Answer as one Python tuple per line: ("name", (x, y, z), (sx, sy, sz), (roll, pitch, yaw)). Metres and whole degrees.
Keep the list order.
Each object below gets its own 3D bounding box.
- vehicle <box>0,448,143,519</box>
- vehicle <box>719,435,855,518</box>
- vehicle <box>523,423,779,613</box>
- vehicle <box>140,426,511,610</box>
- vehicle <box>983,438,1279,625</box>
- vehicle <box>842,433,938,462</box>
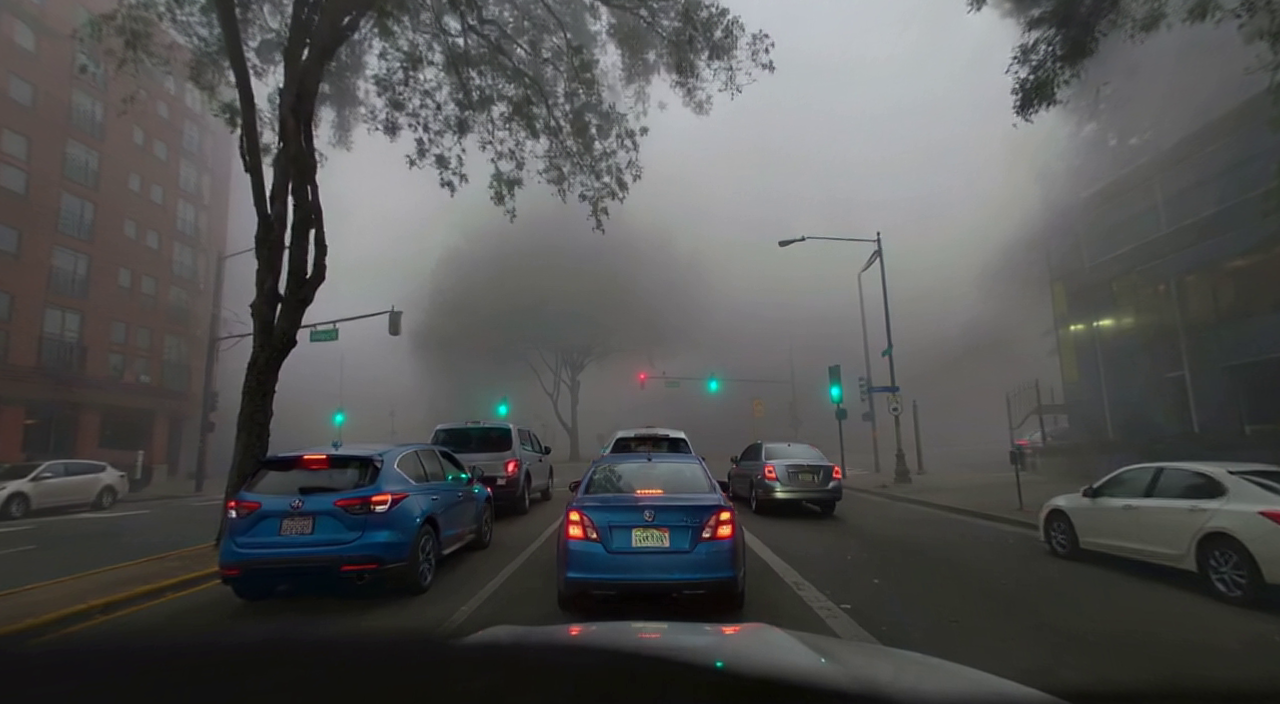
("vehicle", (-16.235, 3.446, 17.018), (1.914, 1.690, 4.461), (0, -9, 1))
("vehicle", (2.991, 2.617, 13.775), (2.018, 1.529, 3.880), (0, -9, 0))
("vehicle", (0.084, 1.589, 6.837), (2.022, 1.481, 3.564), (0, -9, 0))
("vehicle", (-3.010, 1.680, 7.288), (2.131, 1.486, 4.089), (0, -9, 1))
("vehicle", (5.966, 1.697, 6.886), (1.873, 1.453, 4.579), (0, -9, 0))
("vehicle", (16.363, 6.266, 41.524), (5.345, 1.811, 2.175), (0, -9, -1))
